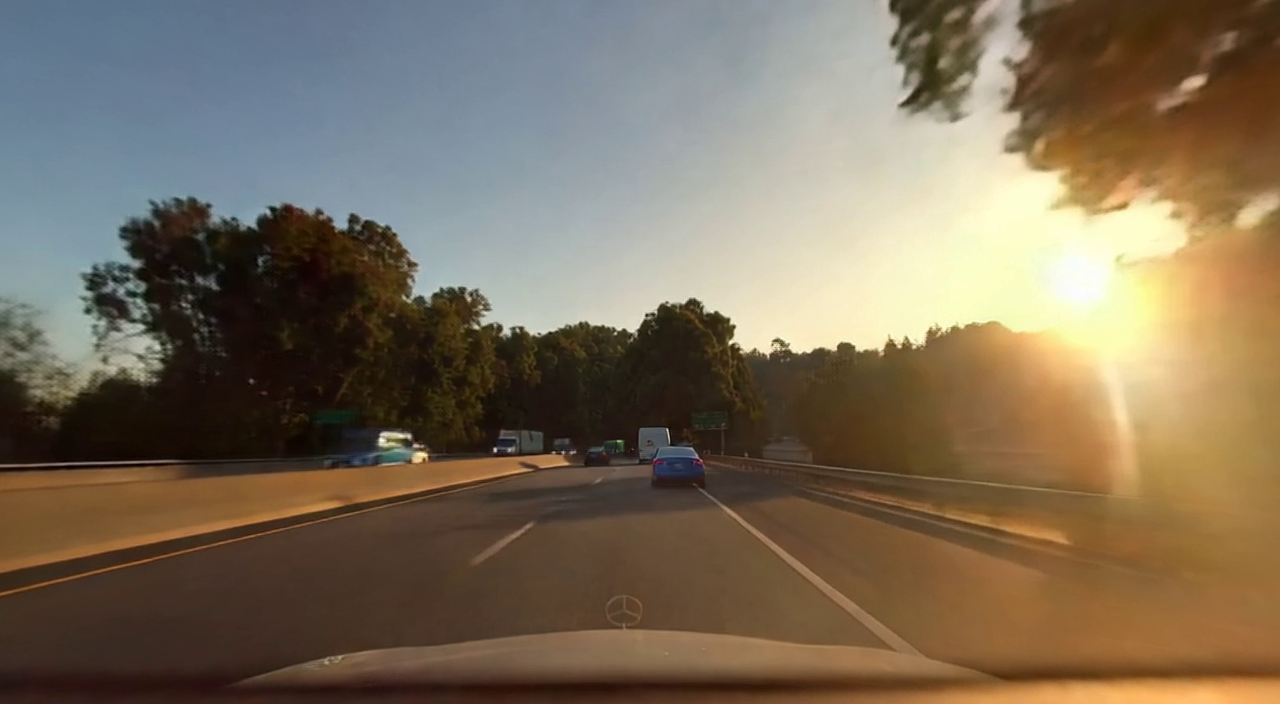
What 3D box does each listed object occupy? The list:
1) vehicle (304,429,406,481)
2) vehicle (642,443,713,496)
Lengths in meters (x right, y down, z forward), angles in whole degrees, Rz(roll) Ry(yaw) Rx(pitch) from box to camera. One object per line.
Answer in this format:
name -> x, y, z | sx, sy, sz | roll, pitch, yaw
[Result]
vehicle -> -16.683, 6.089, 37.535 | 2.484, 2.759, 7.316 | 0, -9, 1
vehicle -> 1.069, 3.643, 19.904 | 2.012, 1.485, 3.649 | 0, -9, 0
